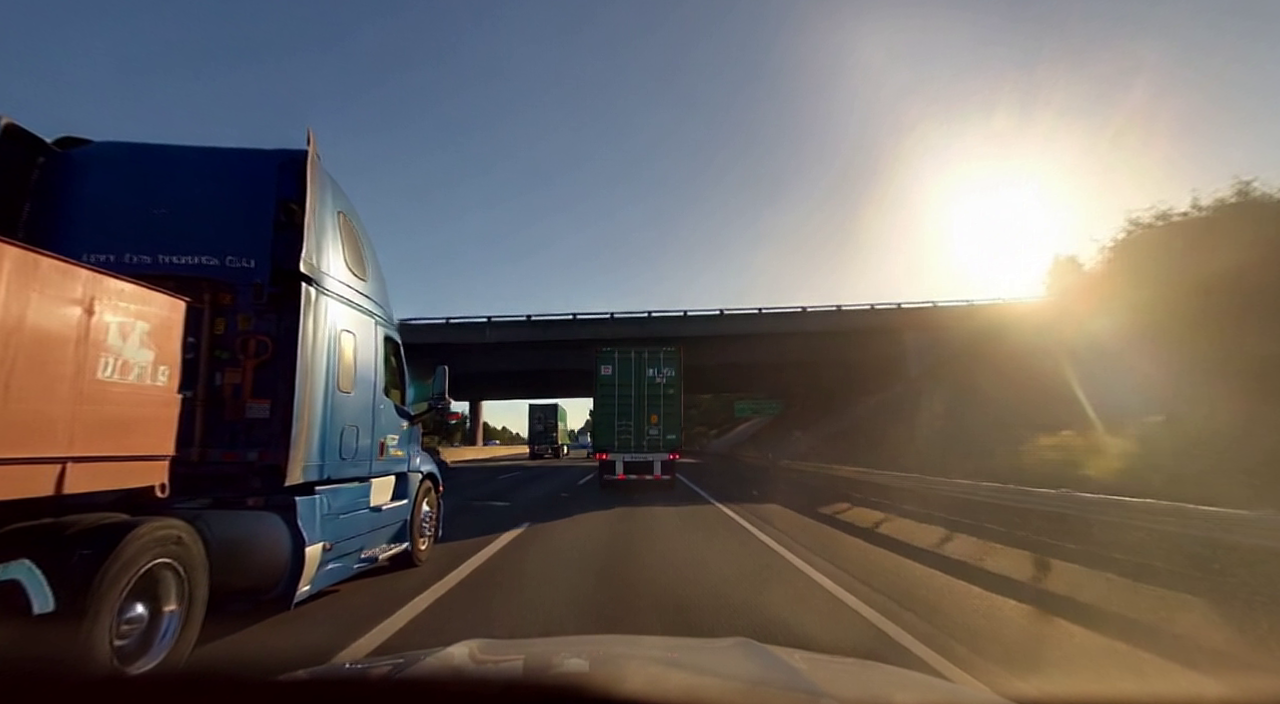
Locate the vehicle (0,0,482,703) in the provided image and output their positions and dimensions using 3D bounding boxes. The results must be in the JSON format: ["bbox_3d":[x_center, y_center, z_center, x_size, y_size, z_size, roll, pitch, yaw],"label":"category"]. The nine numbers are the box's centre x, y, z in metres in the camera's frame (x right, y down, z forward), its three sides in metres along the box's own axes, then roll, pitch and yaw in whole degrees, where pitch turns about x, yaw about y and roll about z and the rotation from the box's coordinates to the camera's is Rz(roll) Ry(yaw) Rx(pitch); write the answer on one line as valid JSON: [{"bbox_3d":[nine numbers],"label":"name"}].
[{"bbox_3d":[-3.597,-0.018,4.361,3.187,3.949,6.963,0,-9,0],"label":"vehicle"}]

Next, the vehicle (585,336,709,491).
[{"bbox_3d":[0.013,2.197,21.090,3.357,4.212,7.519,0,-9,-2],"label":"vehicle"}]
